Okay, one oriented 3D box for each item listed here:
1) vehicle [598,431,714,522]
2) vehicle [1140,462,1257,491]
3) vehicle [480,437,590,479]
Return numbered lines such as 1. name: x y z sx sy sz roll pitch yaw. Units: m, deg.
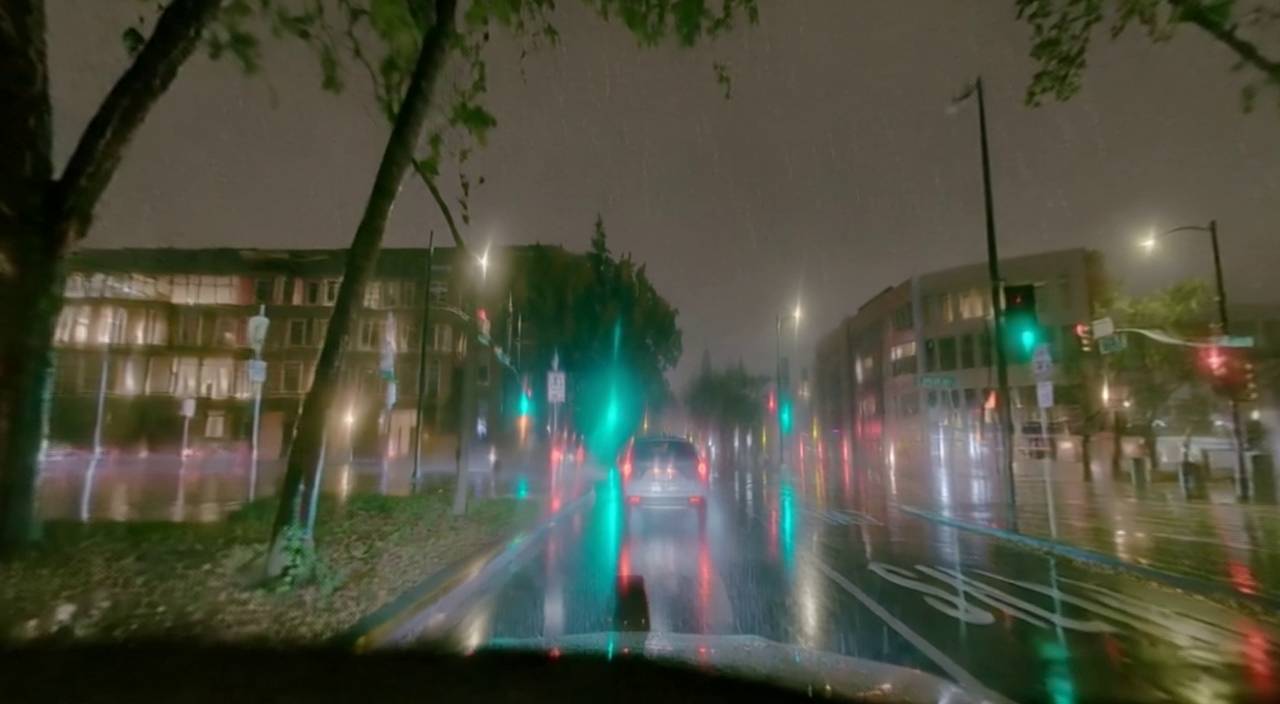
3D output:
1. vehicle: 0.378 2.546 13.342 2.079 1.621 3.861 -1 -9 3
2. vehicle: 30.533 6.793 34.541 4.668 1.441 1.904 0 -9 -4
3. vehicle: -4.235 4.192 25.073 4.282 1.519 2.077 -8 -12 41
